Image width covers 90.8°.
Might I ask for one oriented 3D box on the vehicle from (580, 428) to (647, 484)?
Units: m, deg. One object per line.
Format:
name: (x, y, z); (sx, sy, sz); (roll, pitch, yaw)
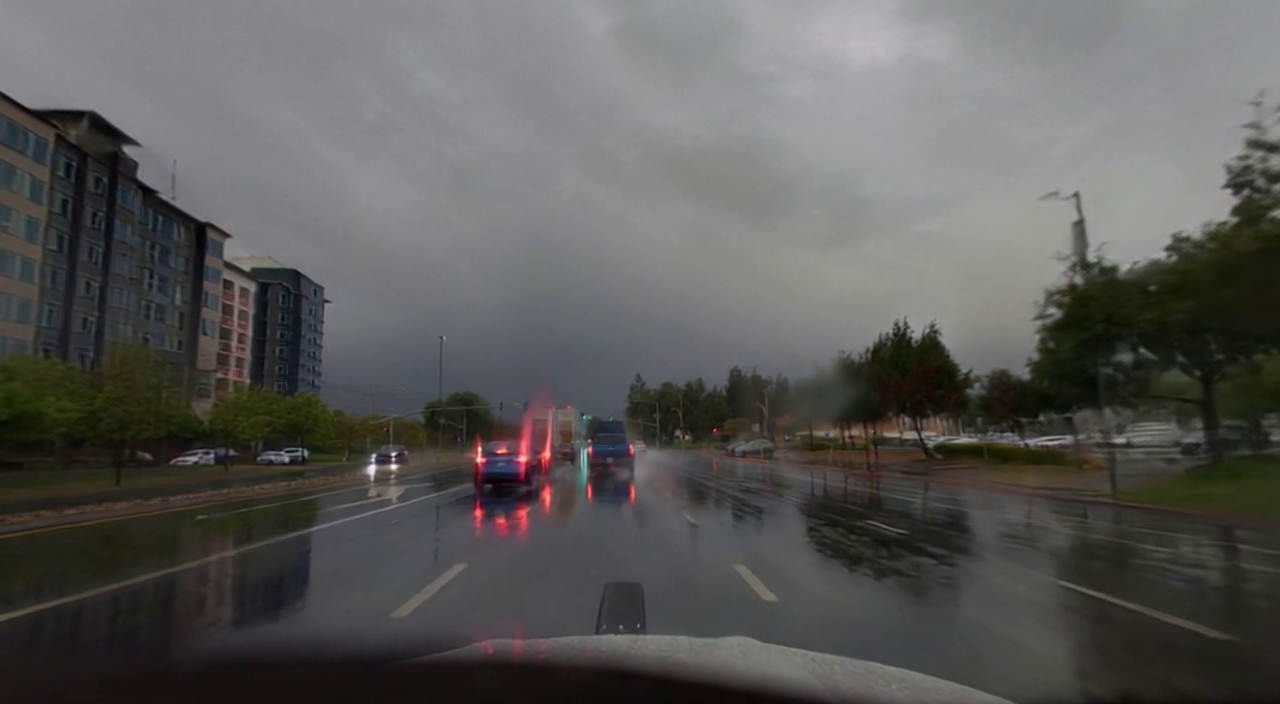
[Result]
vehicle: (-1.019, 3.834, 23.537); (2.260, 1.872, 4.578); (0, -8, -3)

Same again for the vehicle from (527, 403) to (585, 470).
vehicle: (-5.321, 5.734, 42.383); (2.918, 3.741, 13.683); (1, -8, -4)

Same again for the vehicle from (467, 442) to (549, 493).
vehicle: (-4.134, 3.663, 20.502); (1.904, 1.460, 4.300); (0, -8, -2)
